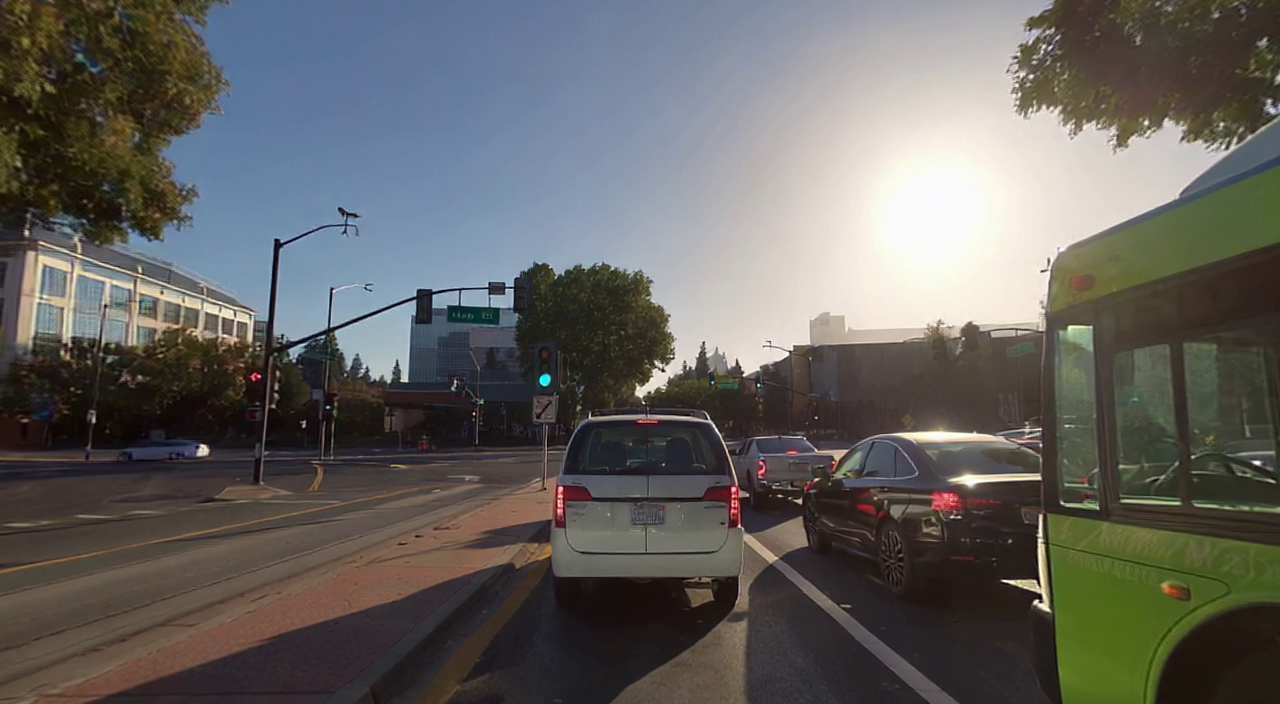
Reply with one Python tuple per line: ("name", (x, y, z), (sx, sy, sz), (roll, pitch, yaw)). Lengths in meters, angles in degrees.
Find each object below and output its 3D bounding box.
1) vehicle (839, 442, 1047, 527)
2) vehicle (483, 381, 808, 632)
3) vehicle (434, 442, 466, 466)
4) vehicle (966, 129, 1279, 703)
("vehicle", (5.985, 2.639, 13.223), (1.987, 1.457, 4.675), (0, -8, -1))
("vehicle", (0.017, 1.475, 7.007), (2.381, 1.842, 4.603), (0, -8, -1))
("vehicle", (-14.345, 7.639, 47.248), (1.924, 1.720, 4.097), (3, -9, -22))
("vehicle", (2.617, 0.318, 0.425), (2.037, 2.065, 5.037), (0, -8, 0))
